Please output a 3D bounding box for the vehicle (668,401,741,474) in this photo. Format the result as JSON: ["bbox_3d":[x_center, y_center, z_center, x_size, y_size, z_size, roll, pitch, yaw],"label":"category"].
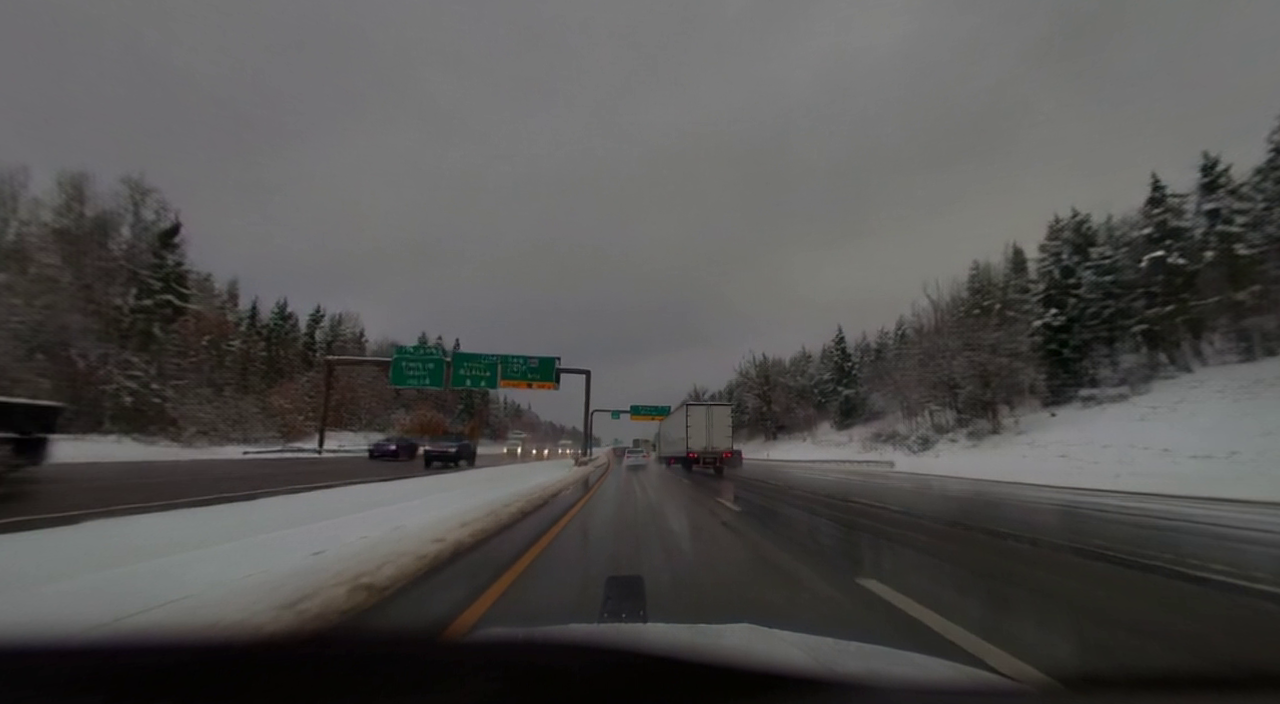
[{"bbox_3d":[3.865,5.730,41.323,2.931,4.009,12.800,0,-9,-2],"label":"vehicle"}]

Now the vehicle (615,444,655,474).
[{"bbox_3d":[-0.332,6.025,35.629,2.111,1.599,3.859,0,-9,-2],"label":"vehicle"}]

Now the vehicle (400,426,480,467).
[{"bbox_3d":[-7.774,3.738,24.922,1.877,1.481,4.062,0,-9,-1],"label":"vehicle"}]

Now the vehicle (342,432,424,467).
[{"bbox_3d":[-11.783,4.540,29.276,1.867,1.499,4.538,0,-9,0],"label":"vehicle"}]
